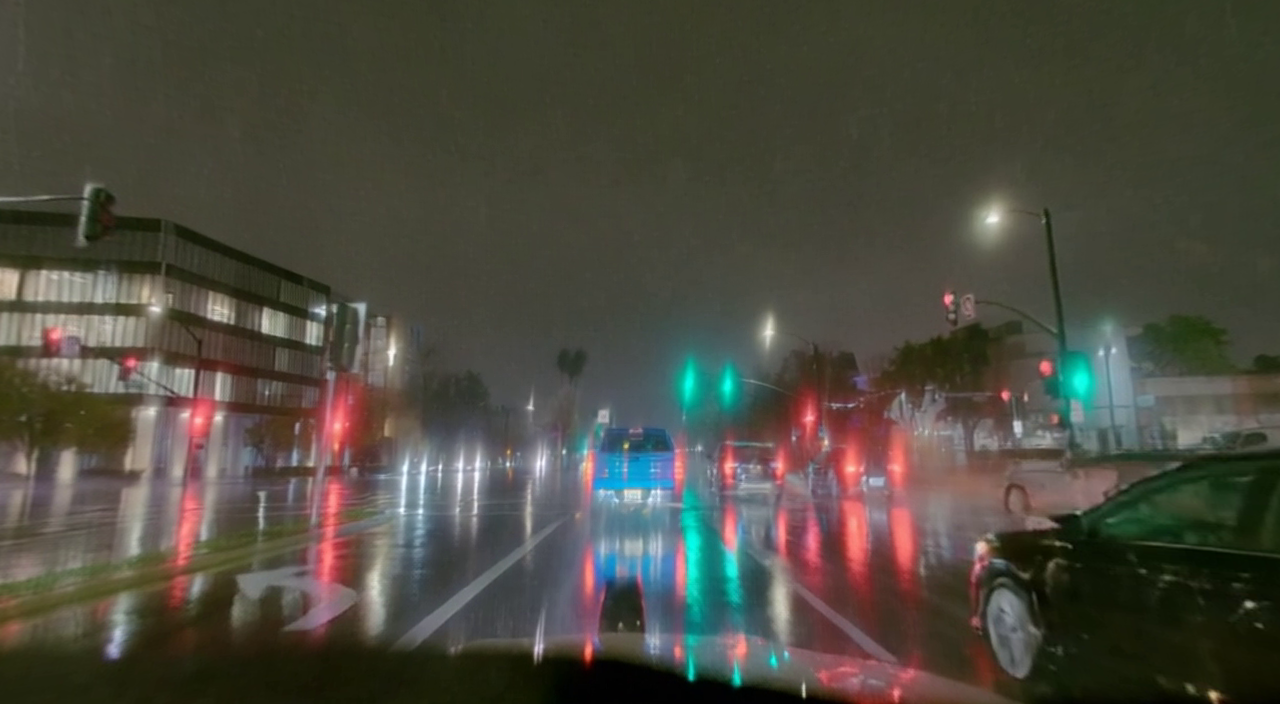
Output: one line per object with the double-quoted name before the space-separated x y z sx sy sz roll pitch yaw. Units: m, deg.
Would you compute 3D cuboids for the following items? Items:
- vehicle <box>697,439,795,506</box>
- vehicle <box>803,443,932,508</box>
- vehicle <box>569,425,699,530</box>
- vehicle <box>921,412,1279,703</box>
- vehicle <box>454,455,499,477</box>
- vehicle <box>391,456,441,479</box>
"vehicle" 3.043 3.559 19.179 2.013 1.742 4.424 0 -8 -2
"vehicle" 6.428 3.501 18.435 2.002 1.651 4.305 0 -8 -2
"vehicle" -0.192 2.618 13.813 2.344 1.883 4.572 0 -8 -2
"vehicle" 3.227 1.010 2.637 2.057 1.463 4.365 0 -8 -1
"vehicle" -11.797 8.239 45.832 1.989 1.459 4.667 0 -8 0
"vehicle" -15.848 8.193 44.957 1.915 1.491 4.347 0 -8 0
